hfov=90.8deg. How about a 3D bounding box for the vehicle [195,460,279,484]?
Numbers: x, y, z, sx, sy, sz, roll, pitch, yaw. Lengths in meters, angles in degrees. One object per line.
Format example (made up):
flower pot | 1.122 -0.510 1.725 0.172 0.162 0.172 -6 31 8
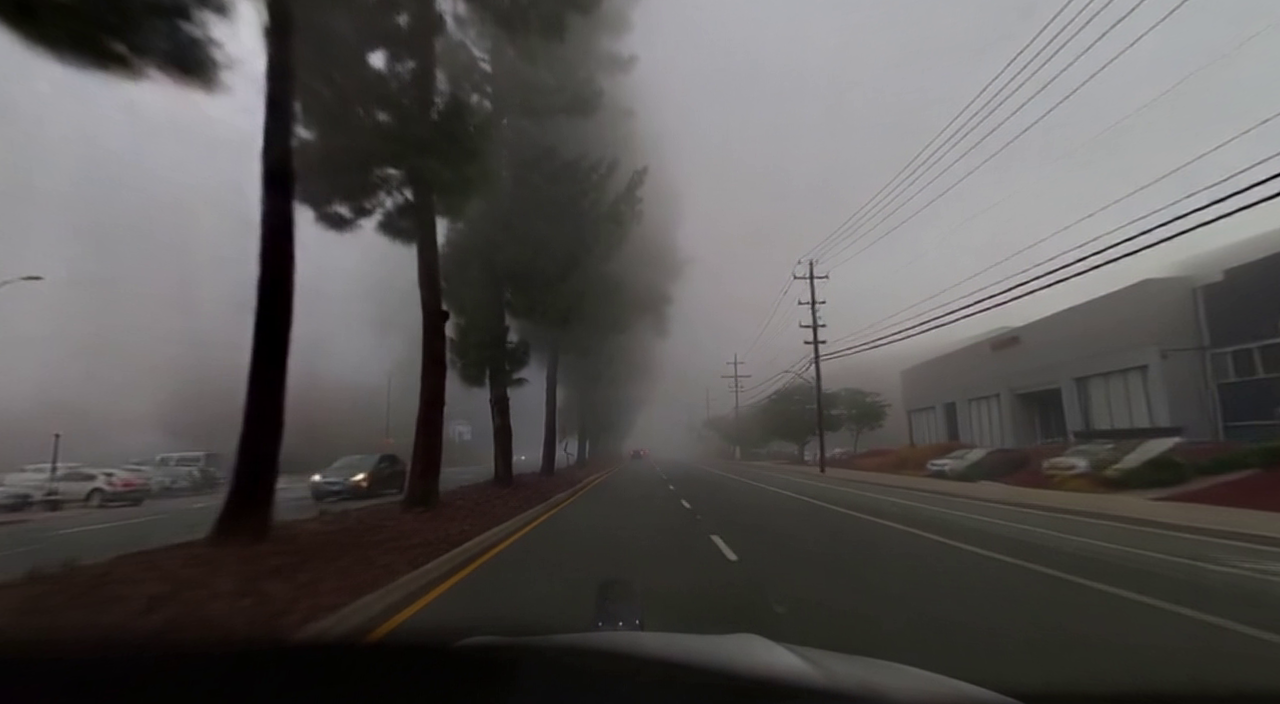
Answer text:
vehicle | -29.701 8.807 46.645 4.662 1.599 2.133 0 -8 -3

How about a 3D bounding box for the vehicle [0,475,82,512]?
vehicle | -29.686 6.765 30.138 4.377 1.520 1.843 -2 -9 2

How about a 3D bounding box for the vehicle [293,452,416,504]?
vehicle | -9.239 4.086 20.960 1.900 1.488 4.675 -1 -9 0

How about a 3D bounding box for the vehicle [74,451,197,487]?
vehicle | -29.700 6.881 37.311 5.145 1.979 2.281 0 -9 -3
